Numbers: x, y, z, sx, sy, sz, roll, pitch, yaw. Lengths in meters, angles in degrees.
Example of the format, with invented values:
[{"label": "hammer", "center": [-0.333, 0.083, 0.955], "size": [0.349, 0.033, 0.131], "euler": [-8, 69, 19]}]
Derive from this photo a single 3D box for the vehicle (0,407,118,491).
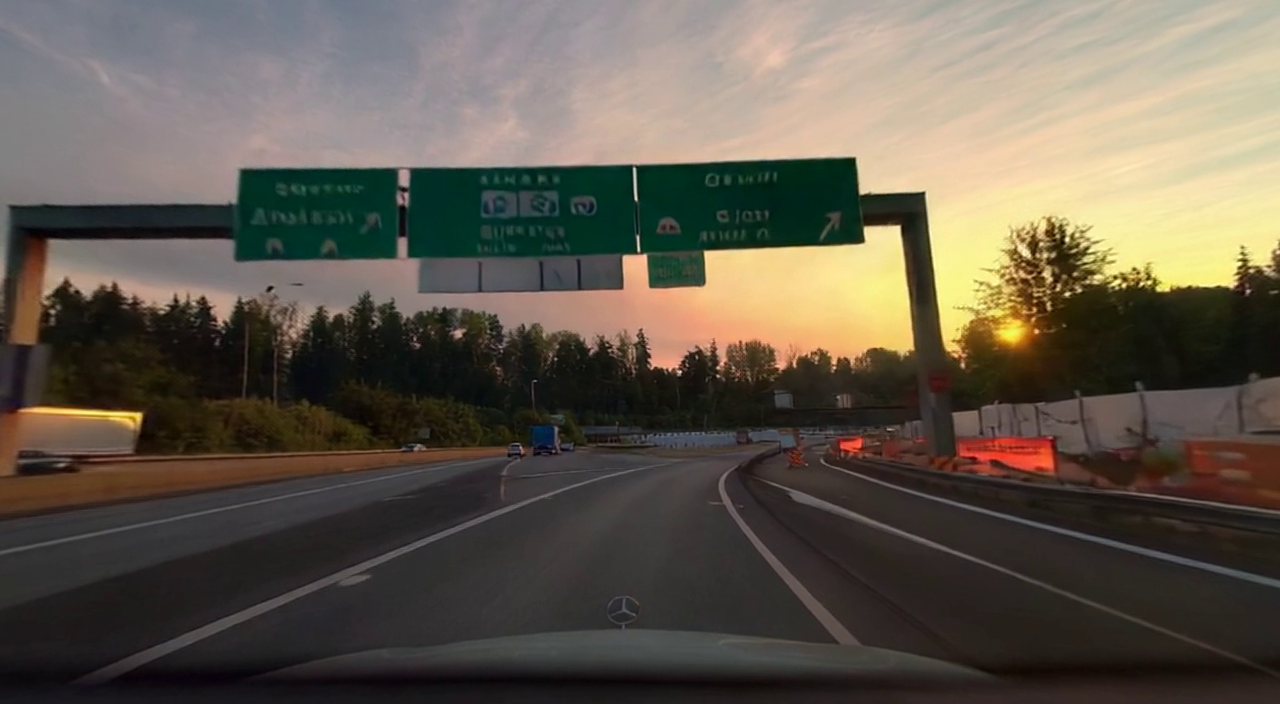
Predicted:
[{"label": "vehicle", "center": [-32.552, 4.730, 30.738], "size": [2.880, 4.029, 14.388], "euler": [0, -9, -4]}]
